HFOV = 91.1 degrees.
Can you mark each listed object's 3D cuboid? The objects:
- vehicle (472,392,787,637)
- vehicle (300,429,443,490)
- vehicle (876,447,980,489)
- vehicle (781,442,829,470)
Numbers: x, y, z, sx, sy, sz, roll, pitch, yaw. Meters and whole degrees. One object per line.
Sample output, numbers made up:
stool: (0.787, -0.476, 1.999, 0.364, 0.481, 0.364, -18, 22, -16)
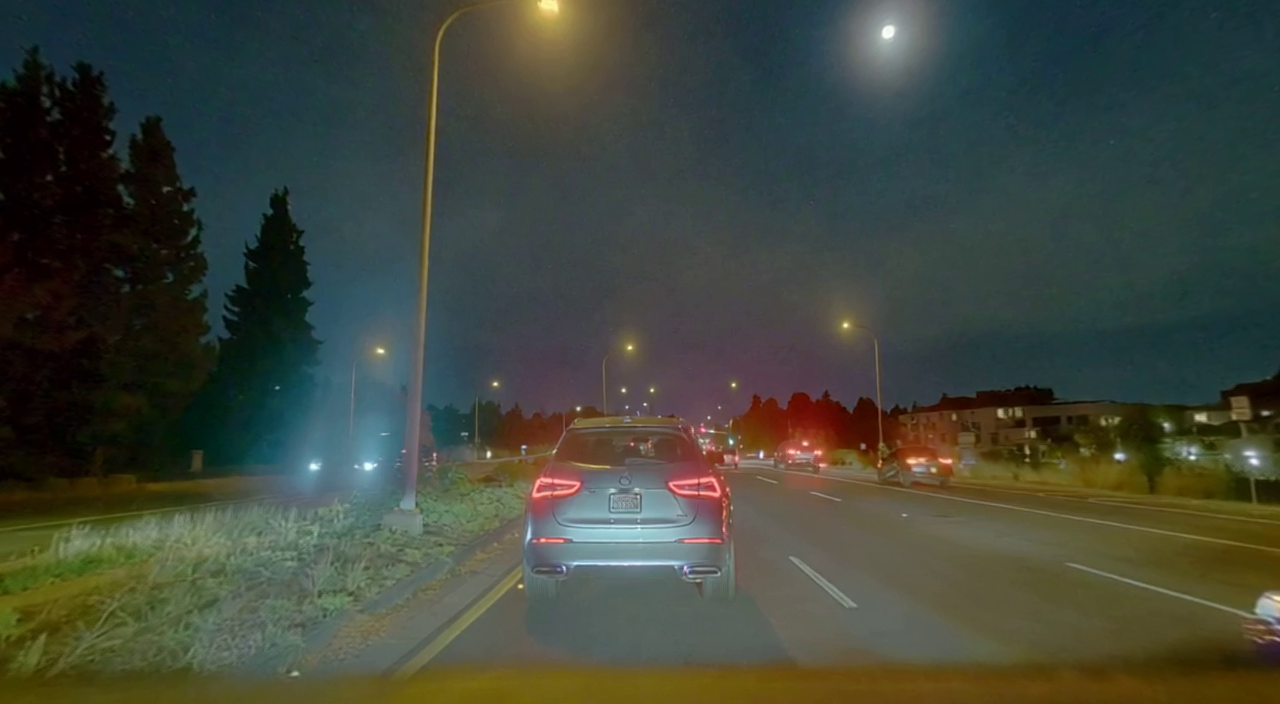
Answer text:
vehicle: (-0.083, 1.428, 6.460, 2.172, 1.694, 4.055, 0, -9, 0)
vehicle: (-9.537, 3.892, 23.065, 2.575, 1.940, 5.755, 0, -9, 1)
vehicle: (10.724, 4.325, 23.726, 1.872, 1.415, 4.271, 0, -9, 0)
vehicle: (10.836, 6.826, 41.524, 1.908, 1.724, 4.516, 0, -9, -1)
